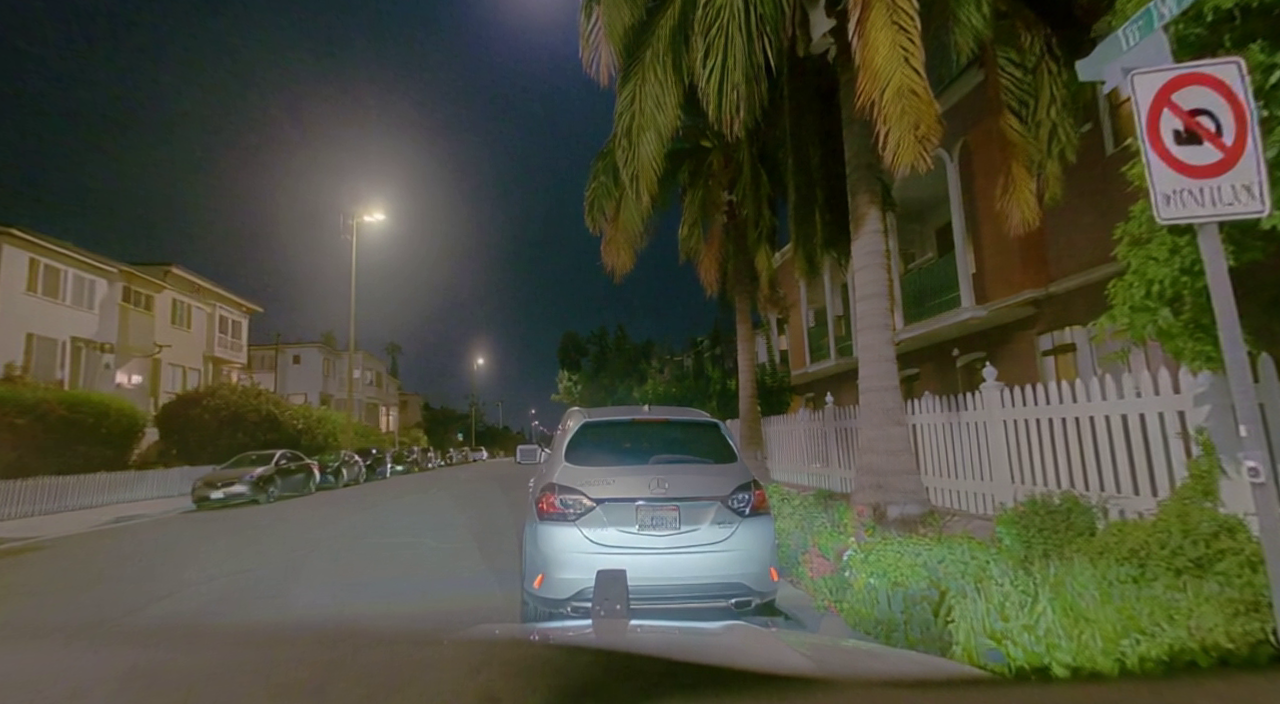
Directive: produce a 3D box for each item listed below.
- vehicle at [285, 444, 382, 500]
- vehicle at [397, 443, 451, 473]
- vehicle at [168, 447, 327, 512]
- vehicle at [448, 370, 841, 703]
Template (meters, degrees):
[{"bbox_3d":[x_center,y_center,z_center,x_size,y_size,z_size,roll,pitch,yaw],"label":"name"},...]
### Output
[{"bbox_3d":[-12.140,4.712,25.308,2.048,1.485,4.757,-4,-4,-8],"label":"vehicle"},{"bbox_3d":[-13.169,6.470,38.708,2.060,1.689,4.999,1,-8,-7],"label":"vehicle"},{"bbox_3d":[-11.392,3.661,18.797,2.017,1.627,5.039,1,-8,-7],"label":"vehicle"},{"bbox_3d":[-0.137,1.220,5.000,1.894,1.695,3.795,1,-8,-6],"label":"vehicle"}]
